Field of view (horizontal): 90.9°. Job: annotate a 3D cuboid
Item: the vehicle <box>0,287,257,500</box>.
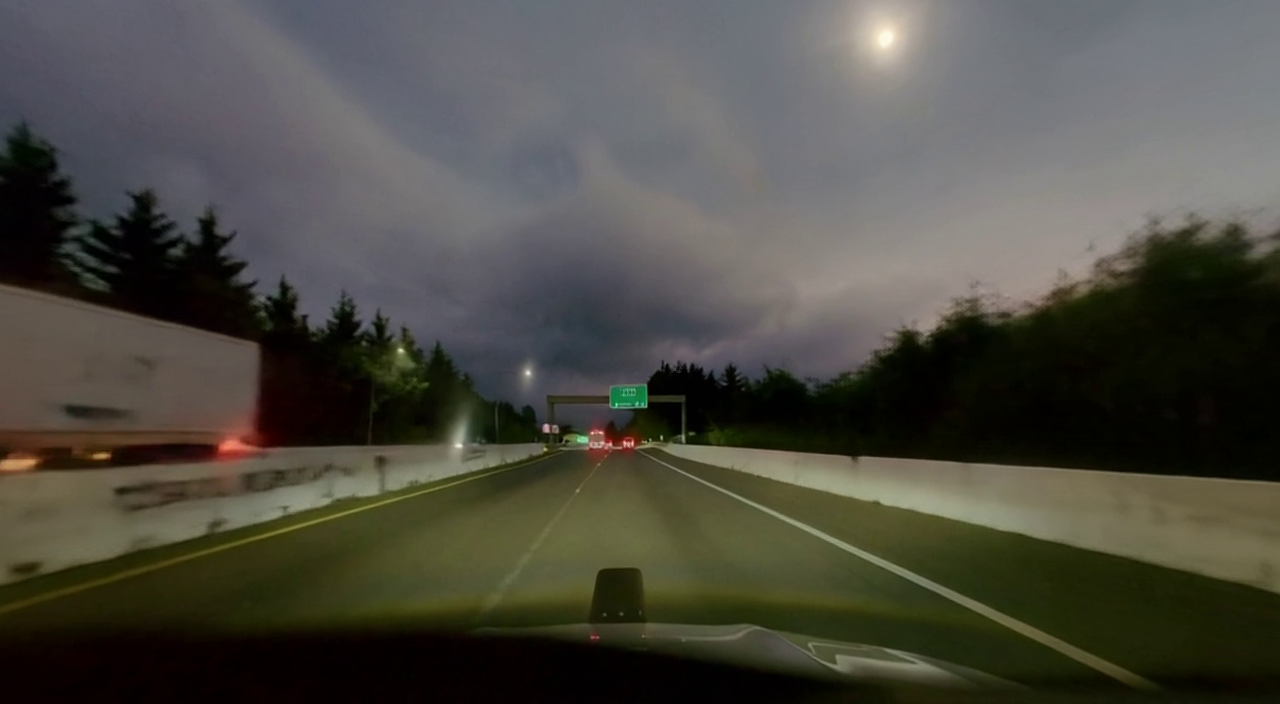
[{"bbox_3d":[-13.995,1.356,16.191,2.894,4.114,8.618,1,-8,-1],"label":"vehicle"}]
